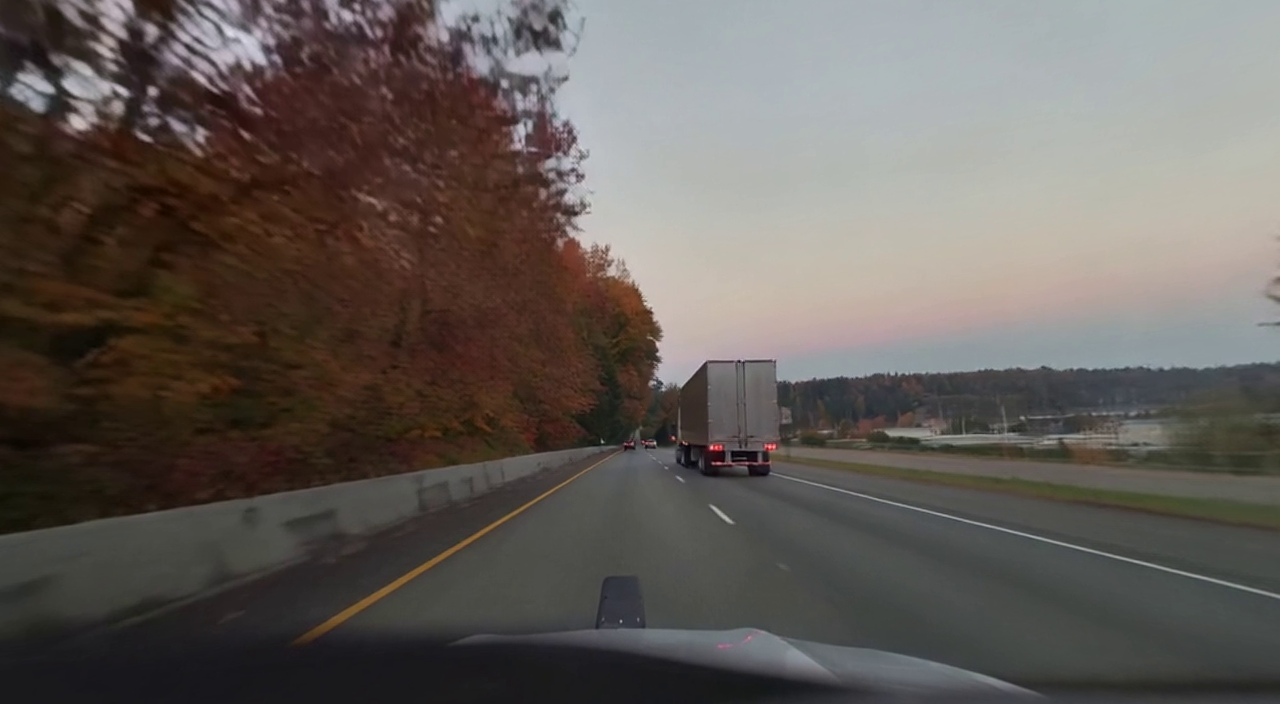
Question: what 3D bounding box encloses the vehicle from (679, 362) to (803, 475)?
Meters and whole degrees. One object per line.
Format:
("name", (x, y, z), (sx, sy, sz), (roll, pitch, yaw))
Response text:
("vehicle", (4.081, 3.437, 30.184), (3.357, 4.101, 14.659), (0, -8, -1))
